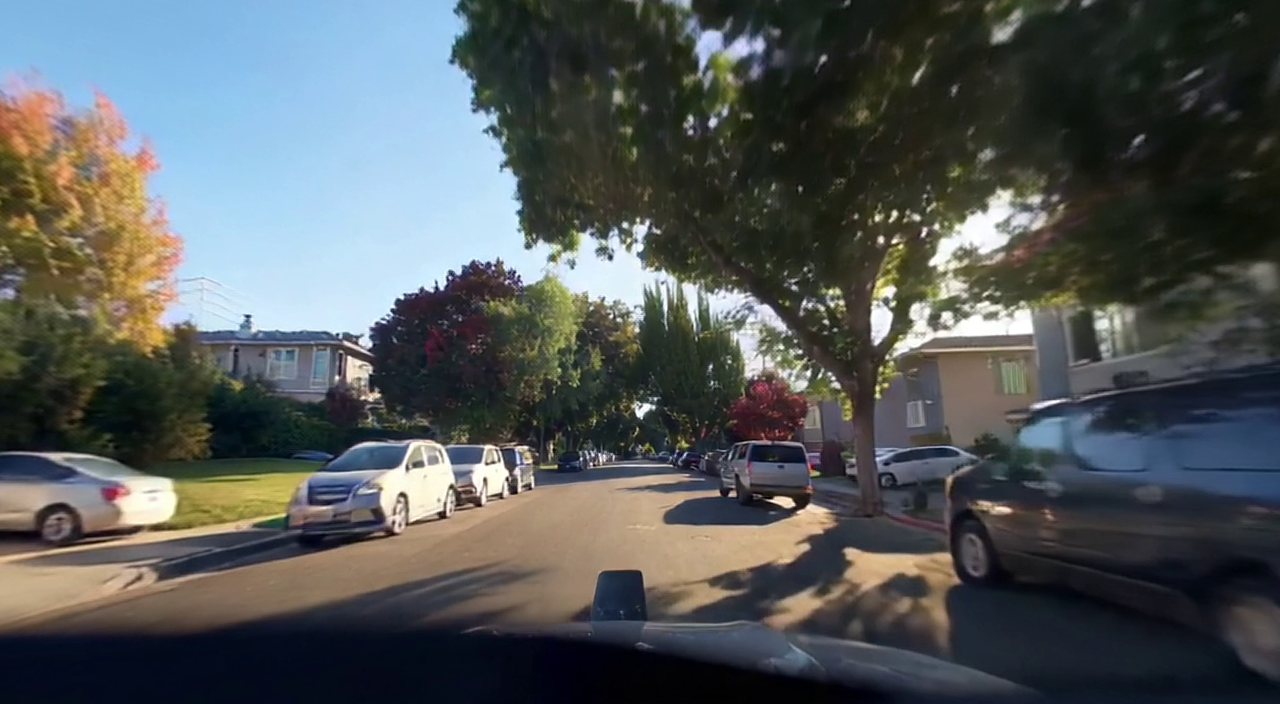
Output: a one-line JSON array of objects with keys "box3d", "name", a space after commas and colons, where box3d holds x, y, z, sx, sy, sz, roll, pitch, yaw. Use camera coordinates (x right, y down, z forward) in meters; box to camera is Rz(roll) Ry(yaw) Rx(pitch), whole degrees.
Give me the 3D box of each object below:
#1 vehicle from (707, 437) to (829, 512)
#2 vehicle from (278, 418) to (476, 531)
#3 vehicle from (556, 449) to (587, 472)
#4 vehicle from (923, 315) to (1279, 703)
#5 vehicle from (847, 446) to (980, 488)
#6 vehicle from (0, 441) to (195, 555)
[{"box3d": [3.669, 3.636, 19.519, 2.415, 1.963, 5.688, 0, -8, -2], "name": "vehicle"}, {"box3d": [-4.881, 2.389, 12.594, 2.035, 1.822, 4.348, 1, -10, 0], "name": "vehicle"}, {"box3d": [-5.009, 8.019, 46.701, 1.983, 1.579, 3.879, 1, -9, -2], "name": "vehicle"}, {"box3d": [5.008, 1.204, 5.464, 2.384, 2.317, 5.579, 0, -9, -1], "name": "vehicle"}, {"box3d": [10.485, 4.411, 24.442, 4.244, 1.479, 1.969, 1, -9, -3], "name": "vehicle"}, {"box3d": [-9.616, 2.119, 9.539, 4.370, 1.509, 1.879, 0, -9, 2], "name": "vehicle"}]
